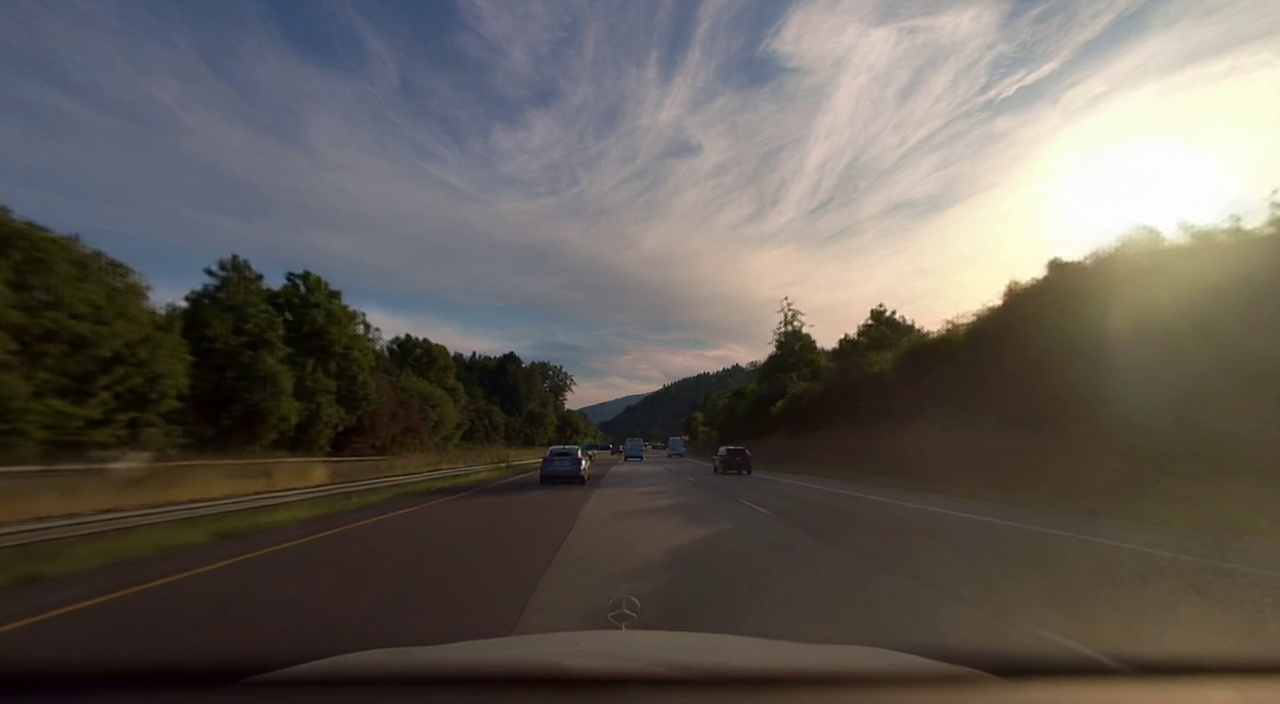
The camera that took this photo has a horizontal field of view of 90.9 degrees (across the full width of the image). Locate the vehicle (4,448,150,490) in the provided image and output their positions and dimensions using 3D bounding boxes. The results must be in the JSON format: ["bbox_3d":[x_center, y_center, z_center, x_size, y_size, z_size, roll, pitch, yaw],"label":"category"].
[{"bbox_3d":[-21.639,4.469,24.481,1.930,1.474,4.042,0,-9,0],"label":"vehicle"}]

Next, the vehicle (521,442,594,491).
[{"bbox_3d":[-2.685,3.843,21.533,2.053,1.483,4.185,0,-9,-1],"label":"vehicle"}]

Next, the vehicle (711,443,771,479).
[{"bbox_3d":[4.406,4.825,28.048,1.926,1.483,3.528,0,-9,-3],"label":"vehicle"}]
